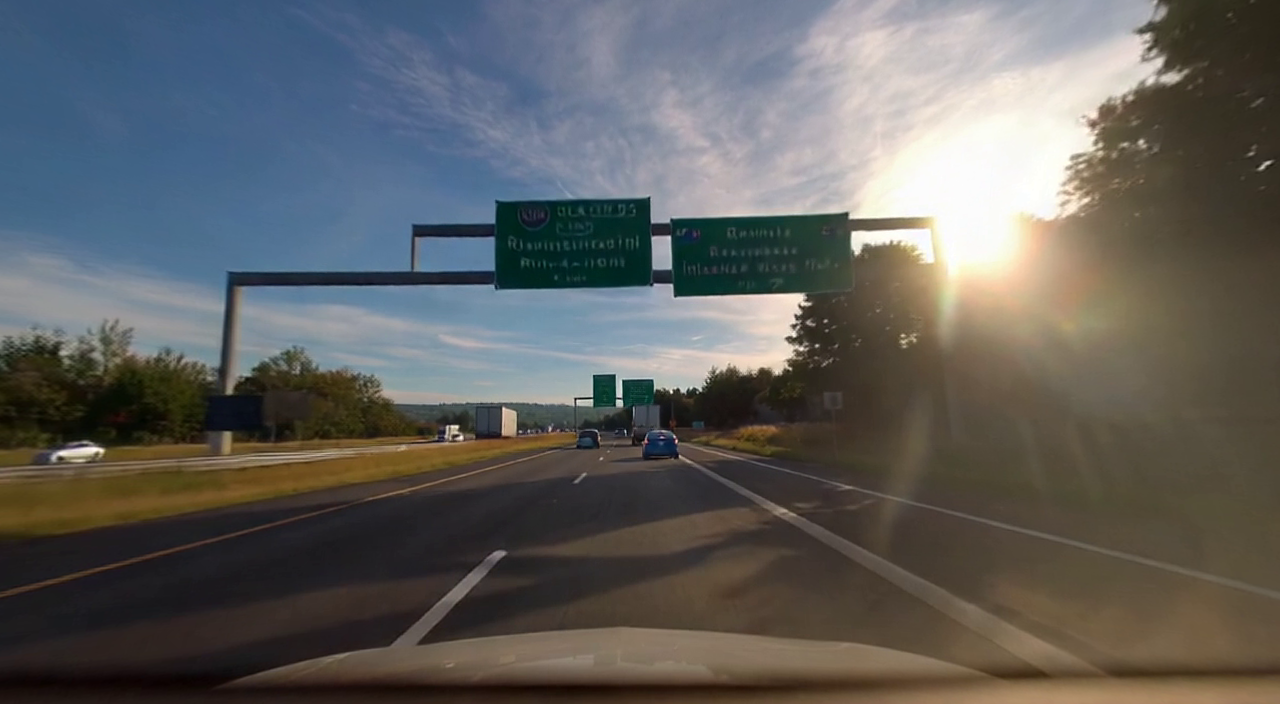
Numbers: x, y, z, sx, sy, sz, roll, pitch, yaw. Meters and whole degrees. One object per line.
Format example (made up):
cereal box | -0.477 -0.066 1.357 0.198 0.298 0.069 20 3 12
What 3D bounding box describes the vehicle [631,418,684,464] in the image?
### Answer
vehicle | 0.701 4.044 28.712 2.076 1.914 4.287 0 -8 -3
